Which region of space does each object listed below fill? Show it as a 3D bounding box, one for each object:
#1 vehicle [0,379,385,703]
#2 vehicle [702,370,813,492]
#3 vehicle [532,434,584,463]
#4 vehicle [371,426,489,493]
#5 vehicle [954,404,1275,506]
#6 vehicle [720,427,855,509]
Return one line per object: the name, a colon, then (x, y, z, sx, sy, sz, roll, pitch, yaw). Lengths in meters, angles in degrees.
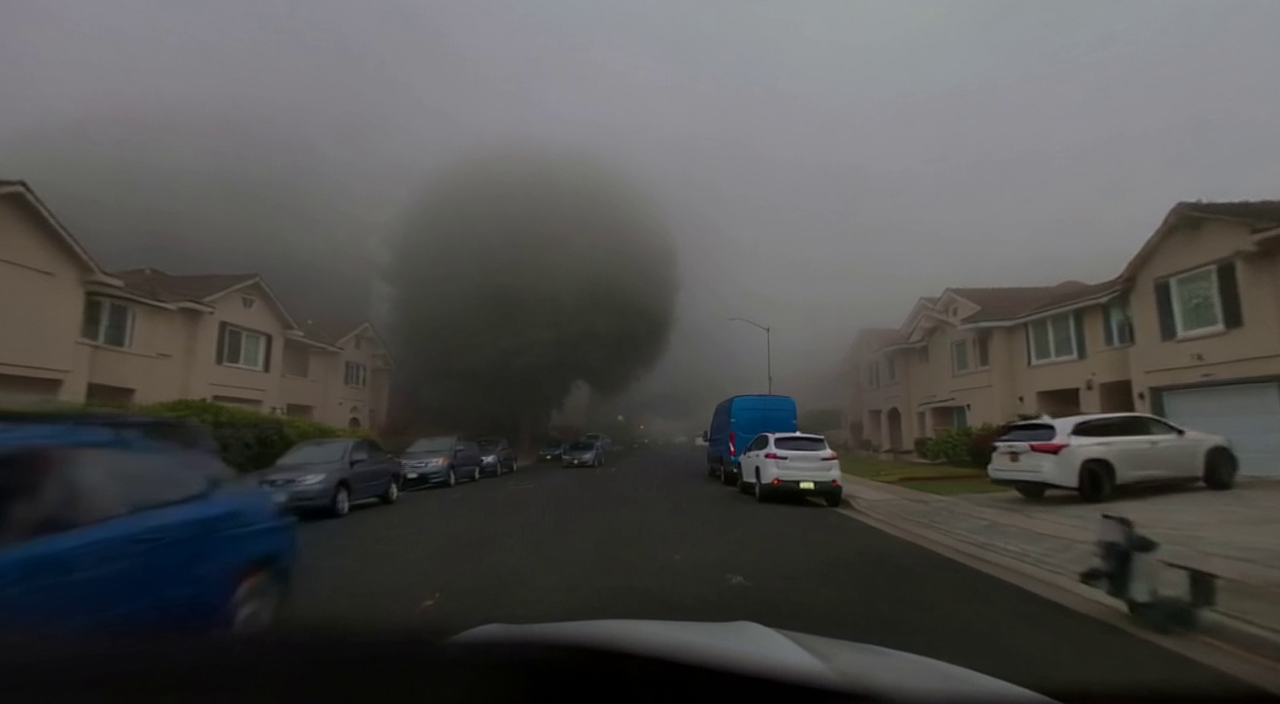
vehicle: (-2.968, 0.973, 2.944, 1.889, 1.505, 3.849, 0, -8, 1)
vehicle: (3.314, 2.426, 19.325, 2.317, 3.096, 6.383, 0, -8, 2)
vehicle: (-4.443, 5.274, 34.719, 1.941, 1.515, 3.995, -1, -8, 6)
vehicle: (-5.774, 2.931, 17.788, 1.834, 1.532, 3.628, 3, -6, 3)
vehicle: (8.168, 1.742, 10.997, 4.511, 1.528, 1.992, 2, -8, -15)
vehicle: (2.988, 2.421, 13.772, 1.955, 1.500, 4.410, 0, -8, 1)
